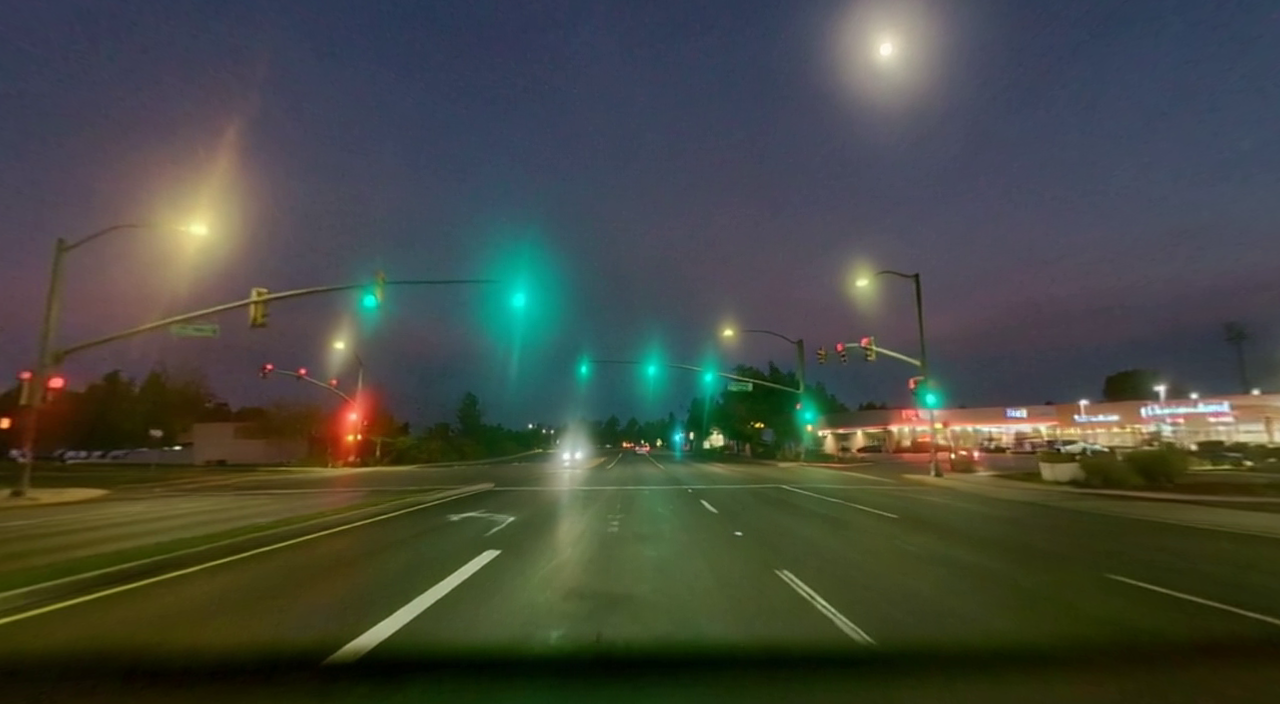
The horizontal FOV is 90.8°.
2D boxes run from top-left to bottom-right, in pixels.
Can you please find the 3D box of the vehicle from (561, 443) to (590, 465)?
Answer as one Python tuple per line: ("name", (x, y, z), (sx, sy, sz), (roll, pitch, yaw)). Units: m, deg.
("vehicle", (-5.027, 7.963, 49.526), (1.866, 1.513, 4.458), (-1, -8, -1))
